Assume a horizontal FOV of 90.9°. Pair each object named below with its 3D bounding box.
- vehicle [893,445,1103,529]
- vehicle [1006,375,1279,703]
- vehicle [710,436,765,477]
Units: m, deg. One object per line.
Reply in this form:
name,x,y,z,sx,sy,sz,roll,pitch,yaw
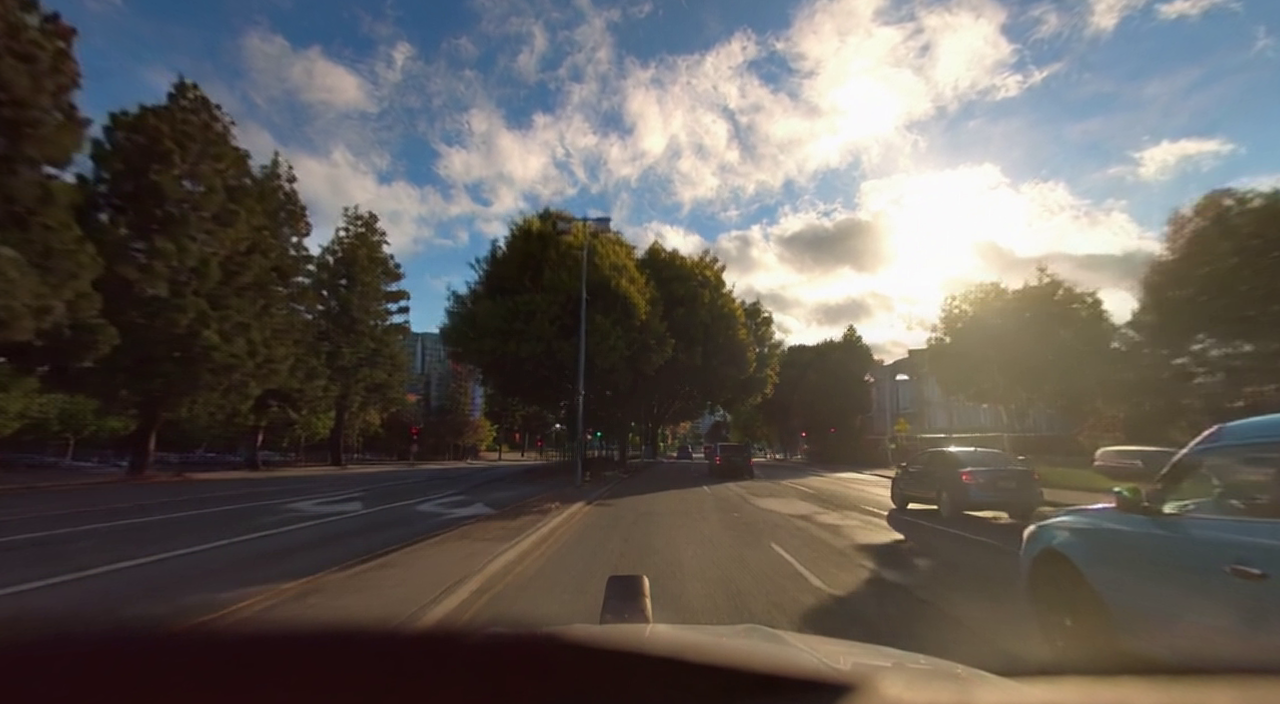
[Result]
vehicle,7.413,2.788,13.728,1.899,1.496,4.559,0,-9,0
vehicle,3.462,0.877,2.246,1.901,1.634,3.952,0,-9,0
vehicle,4.730,5.156,31.320,2.154,1.844,4.634,-1,-9,3
